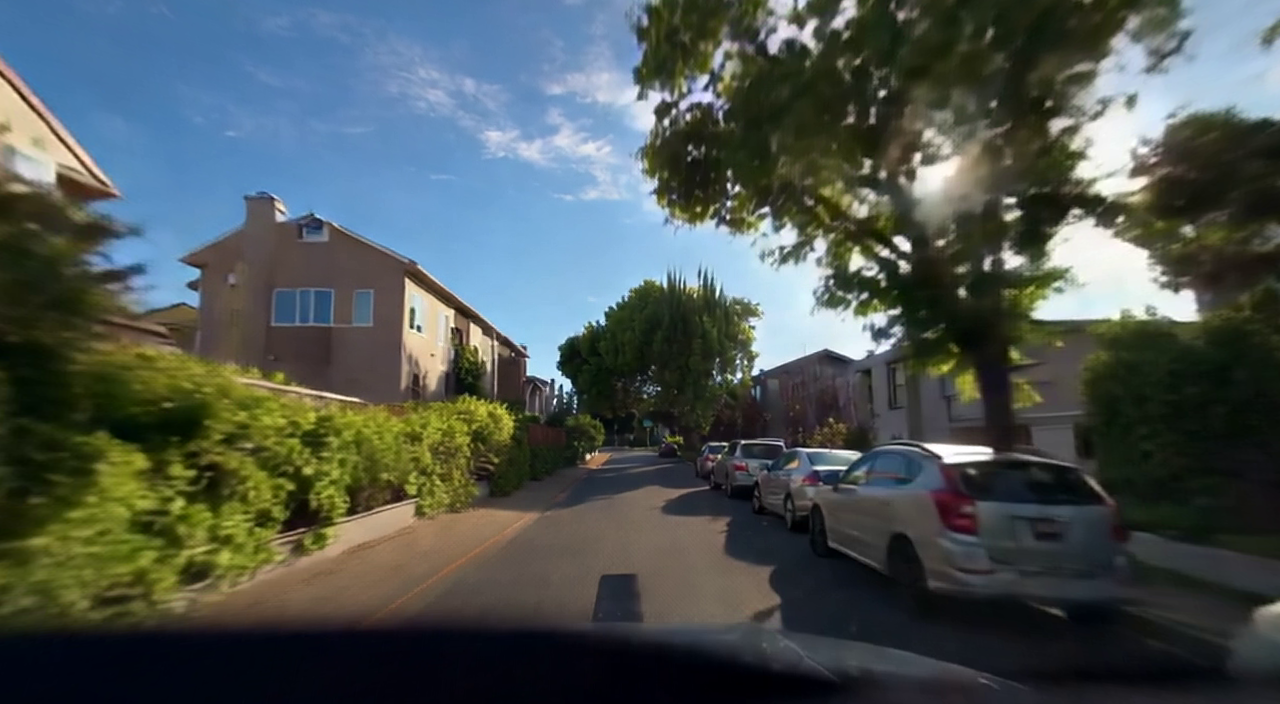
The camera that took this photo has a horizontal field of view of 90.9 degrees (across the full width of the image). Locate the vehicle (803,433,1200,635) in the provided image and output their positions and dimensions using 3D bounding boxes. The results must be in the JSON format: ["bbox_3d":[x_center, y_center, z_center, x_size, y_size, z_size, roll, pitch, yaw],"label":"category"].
[{"bbox_3d":[3.206,1.619,6.591,2.036,1.510,3.505,0,-8,0],"label":"vehicle"}]

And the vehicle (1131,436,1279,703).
[{"bbox_3d":[3.283,0.867,0.995,1.759,1.464,3.993,0,-8,0],"label":"vehicle"}]
